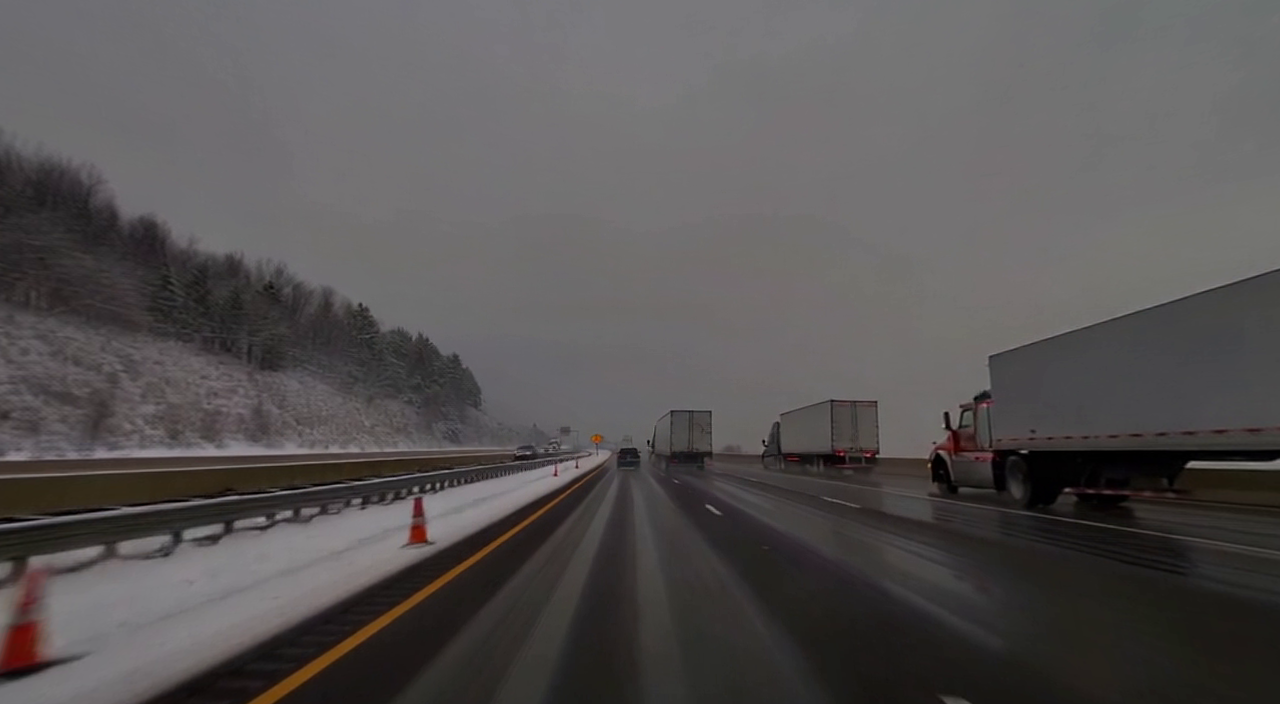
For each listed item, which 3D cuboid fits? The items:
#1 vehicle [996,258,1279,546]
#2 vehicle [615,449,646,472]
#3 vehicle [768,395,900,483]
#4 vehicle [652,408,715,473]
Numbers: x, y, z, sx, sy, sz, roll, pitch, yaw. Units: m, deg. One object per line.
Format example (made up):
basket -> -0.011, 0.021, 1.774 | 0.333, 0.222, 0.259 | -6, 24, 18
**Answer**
vehicle -> 10.630, 0.775, 9.409 | 2.830, 4.100, 13.915 | 0, -9, 1
vehicle -> -0.659, 7.077, 41.231 | 1.927, 1.437, 3.794 | 0, -9, -2
vehicle -> 10.568, 5.165, 36.787 | 2.854, 4.112, 14.088 | 0, -9, -2
vehicle -> 2.793, 6.587, 46.077 | 2.986, 3.916, 15.375 | 0, -9, -2
